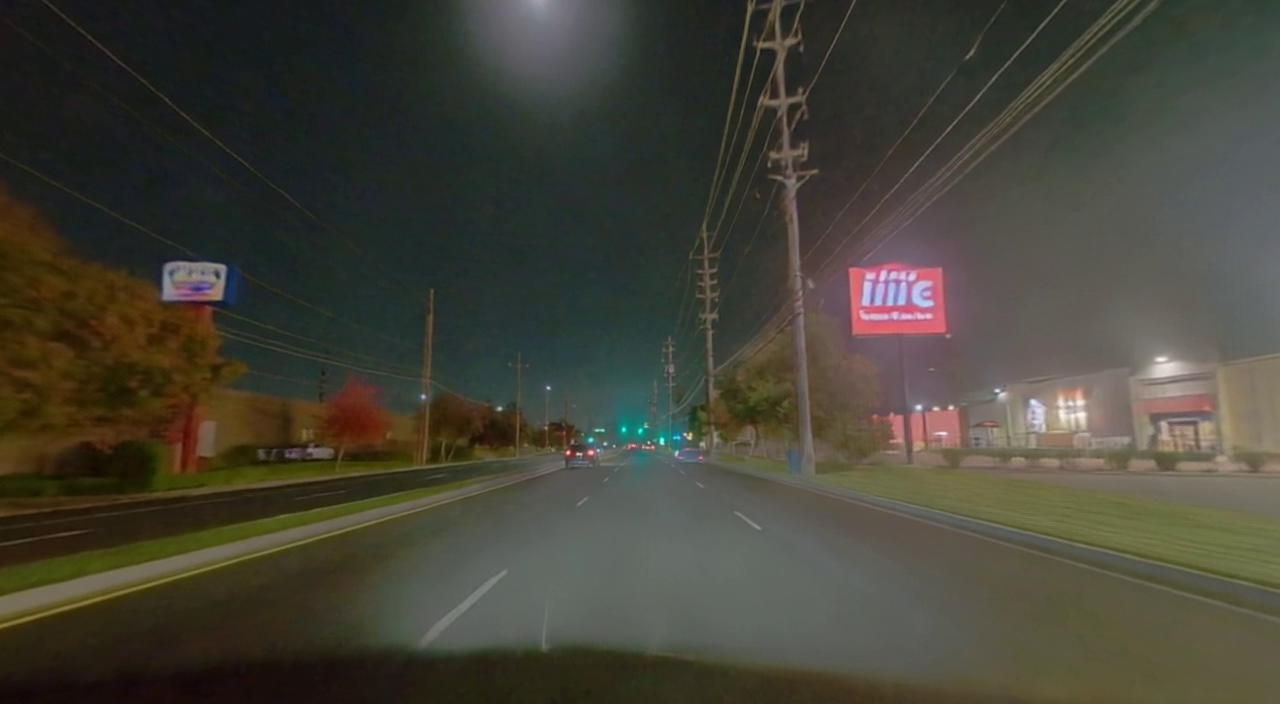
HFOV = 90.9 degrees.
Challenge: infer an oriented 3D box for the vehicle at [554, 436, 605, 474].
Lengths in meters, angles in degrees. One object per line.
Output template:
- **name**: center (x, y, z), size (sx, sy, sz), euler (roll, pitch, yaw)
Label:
- **vehicle**: center (-2.846, 4.942, 30.474), size (2.047, 1.664, 4.148), euler (0, -9, 0)

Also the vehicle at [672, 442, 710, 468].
- **vehicle**: center (2.972, 6.096, 37.511), size (1.978, 1.455, 4.195), euler (0, -9, 2)
